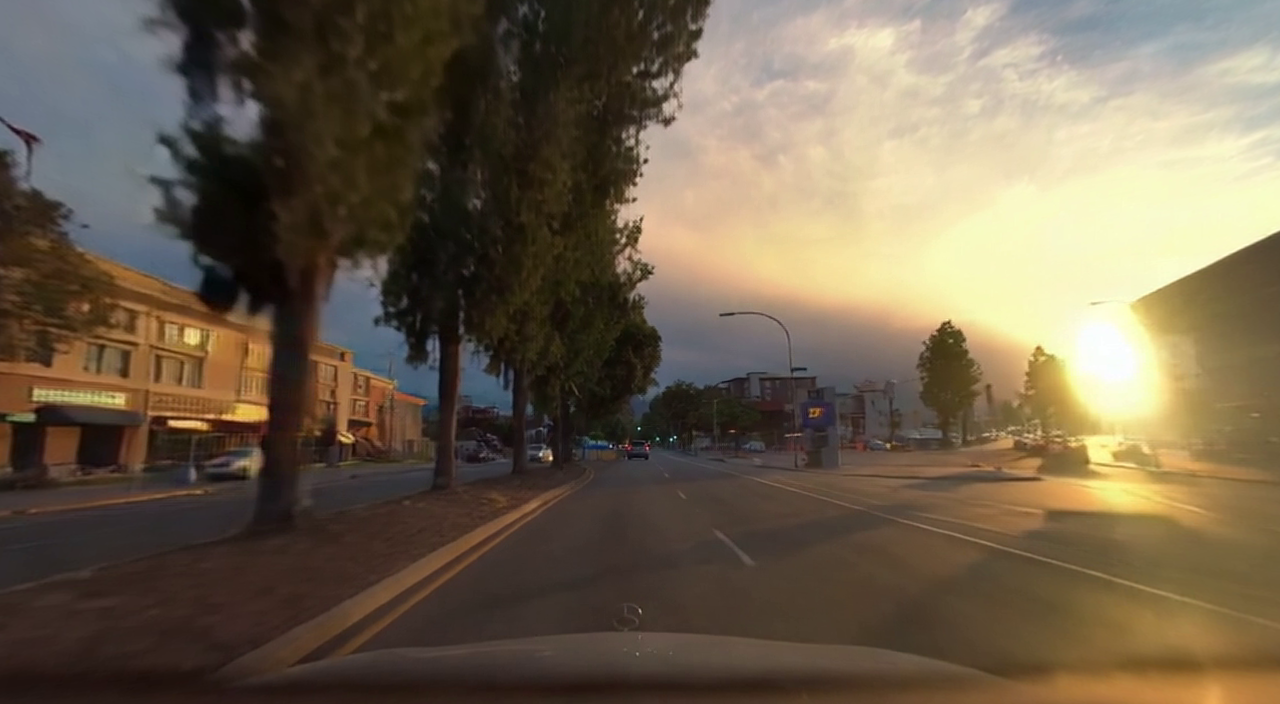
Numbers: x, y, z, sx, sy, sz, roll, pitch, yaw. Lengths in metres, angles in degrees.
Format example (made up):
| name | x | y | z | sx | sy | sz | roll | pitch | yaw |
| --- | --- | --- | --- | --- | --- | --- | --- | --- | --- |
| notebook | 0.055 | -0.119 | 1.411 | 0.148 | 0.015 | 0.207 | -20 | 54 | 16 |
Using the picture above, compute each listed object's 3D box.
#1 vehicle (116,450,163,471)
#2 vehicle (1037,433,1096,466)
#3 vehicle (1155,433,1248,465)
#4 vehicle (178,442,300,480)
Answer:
| name | x | y | z | sx | sy | sz | roll | pitch | yaw |
| --- | --- | --- | --- | --- | --- | --- | --- | --- | --- |
| vehicle | -37.563 | 8.099 | 47.405 | 3.953 | 1.457 | 1.920 | -7 | -11 | 40 |
| vehicle | 31.111 | 7.097 | 46.239 | 2.541 | 2.248 | 5.629 | -4 | -9 | 24 |
| vehicle | 36.058 | 6.215 | 40.599 | 4.710 | 1.864 | 1.949 | 0 | -8 | -13 |
| vehicle | -23.103 | 6.269 | 36.743 | 5.745 | 1.920 | 2.281 | 3 | -9 | -30 |
